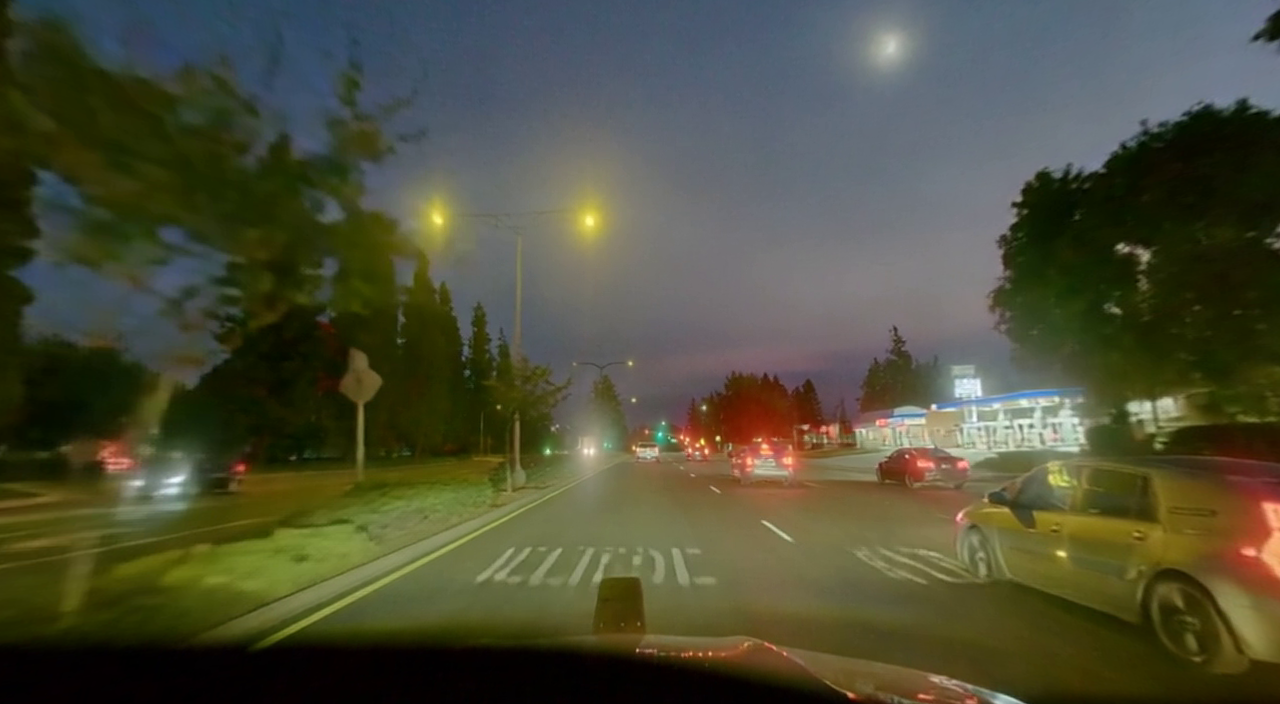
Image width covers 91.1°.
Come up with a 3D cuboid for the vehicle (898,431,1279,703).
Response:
[{"bbox_3d":[3.961,1.386,4.955,1.944,1.404,4.597,0,-9,1],"label":"vehicle"}]

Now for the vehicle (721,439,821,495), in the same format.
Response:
[{"bbox_3d":[3.924,3.528,19.731,2.119,1.509,4.756,0,-9,0],"label":"vehicle"}]

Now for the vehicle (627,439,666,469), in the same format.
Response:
[{"bbox_3d":[0.396,6.093,37.576,2.172,1.694,4.055,0,-9,0],"label":"vehicle"}]

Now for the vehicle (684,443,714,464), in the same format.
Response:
[{"bbox_3d":[4.615,8.014,49.771,1.980,1.515,4.362,0,-9,0],"label":"vehicle"}]

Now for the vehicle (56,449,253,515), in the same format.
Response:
[{"bbox_3d":[-13.304,3.529,17.659,1.937,1.501,4.520,-2,-9,0],"label":"vehicle"}]
